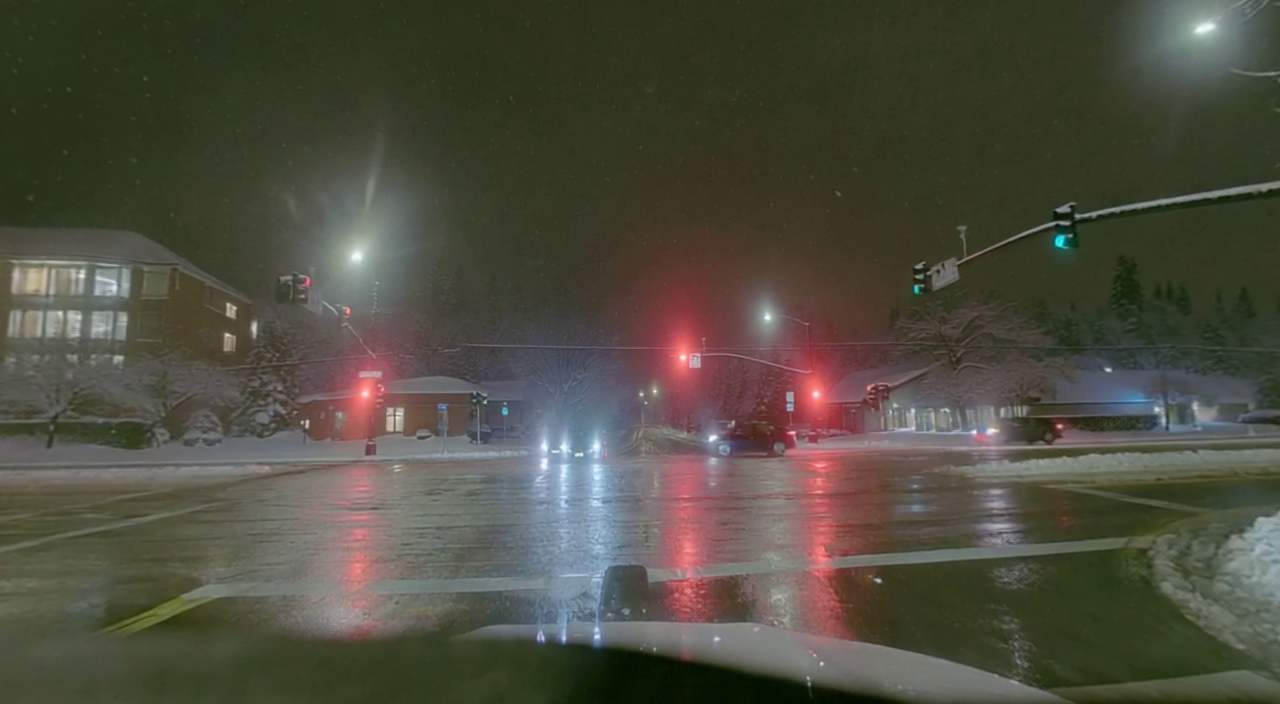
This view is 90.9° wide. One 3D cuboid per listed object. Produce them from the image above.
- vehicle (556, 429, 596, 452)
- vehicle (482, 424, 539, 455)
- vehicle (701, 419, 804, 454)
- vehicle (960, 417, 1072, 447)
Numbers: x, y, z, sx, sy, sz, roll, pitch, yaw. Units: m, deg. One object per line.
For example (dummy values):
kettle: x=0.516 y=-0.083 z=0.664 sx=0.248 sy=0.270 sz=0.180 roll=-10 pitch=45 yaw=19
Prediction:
vehicle: x=-4.387 y=6.168 z=43.768 sx=1.919 sy=1.467 sz=4.086 roll=-1 pitch=-9 yaw=6
vehicle: x=-8.290 y=5.733 z=40.892 sx=2.000 sy=1.864 sz=5.044 roll=-1 pitch=-9 yaw=7
vehicle: x=5.262 y=4.019 z=29.806 sx=4.407 sy=1.569 sz=1.859 roll=1 pitch=-9 yaw=-5
vehicle: x=18.721 y=4.041 z=31.503 sx=4.510 sy=1.431 sz=1.884 roll=1 pitch=-9 yaw=-7
